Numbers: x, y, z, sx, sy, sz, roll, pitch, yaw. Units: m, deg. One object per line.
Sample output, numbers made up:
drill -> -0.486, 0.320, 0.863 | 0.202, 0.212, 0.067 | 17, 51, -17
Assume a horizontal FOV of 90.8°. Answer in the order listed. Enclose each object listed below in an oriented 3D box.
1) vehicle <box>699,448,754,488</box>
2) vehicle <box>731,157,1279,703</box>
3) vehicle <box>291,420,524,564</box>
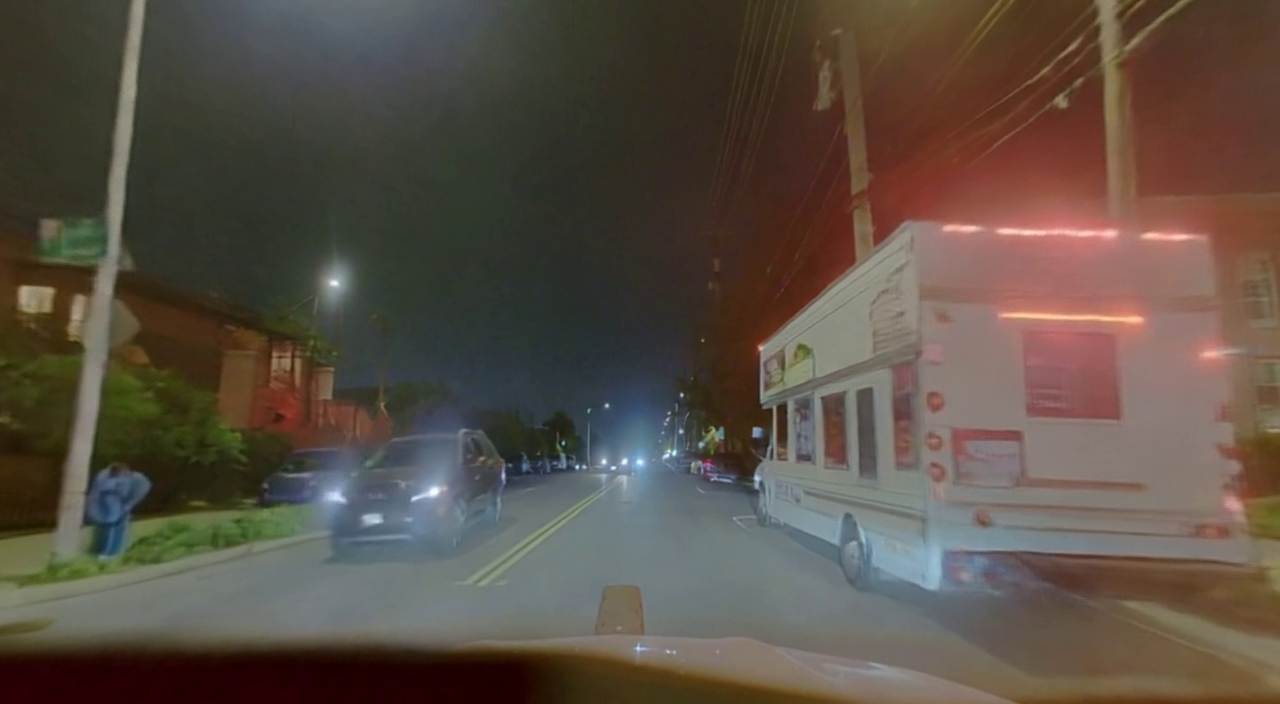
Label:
vehicle -> 3.843, 5.205, 28.781 | 1.936, 1.641, 4.434 | -1, -8, 1
vehicle -> 3.233, 0.936, 7.745 | 2.886, 3.321, 7.809 | 0, -8, -1
vehicle -> -3.188, 1.989, 9.729 | 1.952, 1.708, 4.096 | -1, -8, 1
